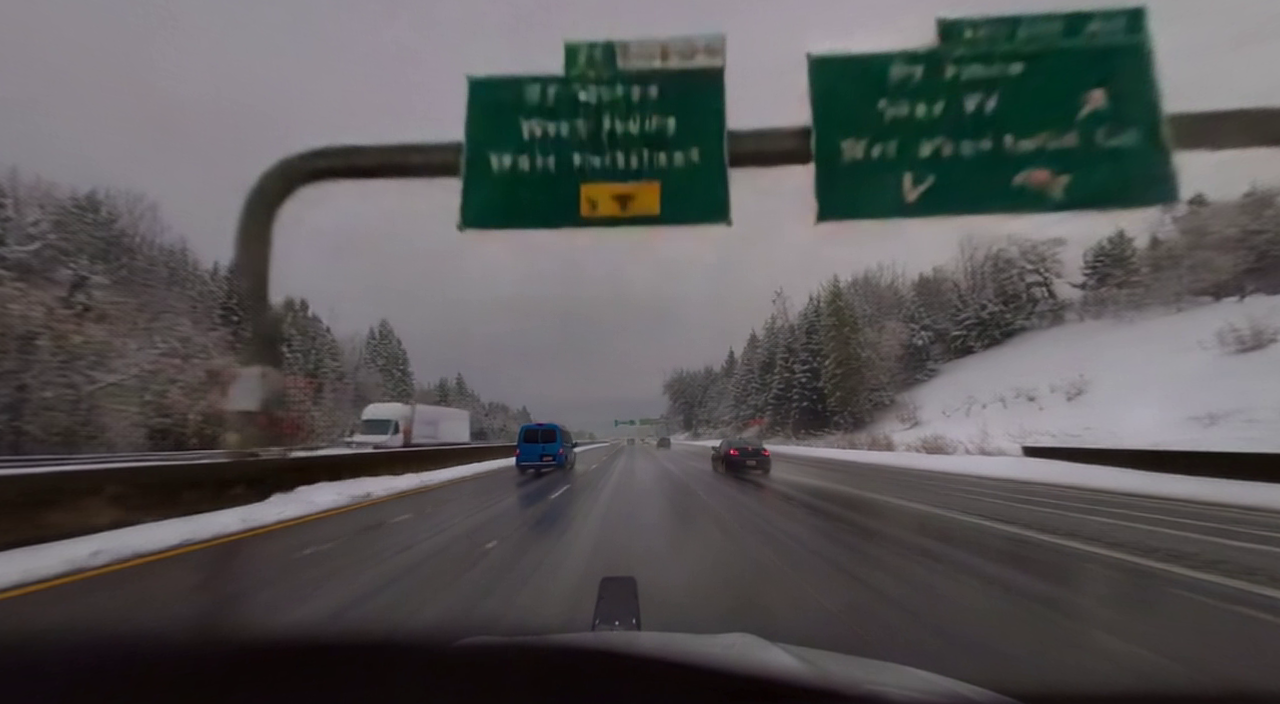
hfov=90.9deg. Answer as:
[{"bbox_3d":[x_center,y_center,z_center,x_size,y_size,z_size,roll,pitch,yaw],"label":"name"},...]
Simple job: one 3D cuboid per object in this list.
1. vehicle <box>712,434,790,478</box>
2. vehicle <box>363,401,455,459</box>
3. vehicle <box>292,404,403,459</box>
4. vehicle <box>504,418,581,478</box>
[{"bbox_3d":[3.914,3.738,22.980,2.020,1.464,3.803,0,-8,-2],"label":"vehicle"},{"bbox_3d":[-16.659,5.814,46.615,2.954,3.813,10.753,0,-8,-1],"label":"vehicle"},{"bbox_3d":[-20.900,5.851,46.117,2.990,3.561,10.471,0,-8,1],"label":"vehicle"},{"bbox_3d":[-3.588,3.640,24.231,2.275,2.053,5.082,0,-8,-1],"label":"vehicle"}]
